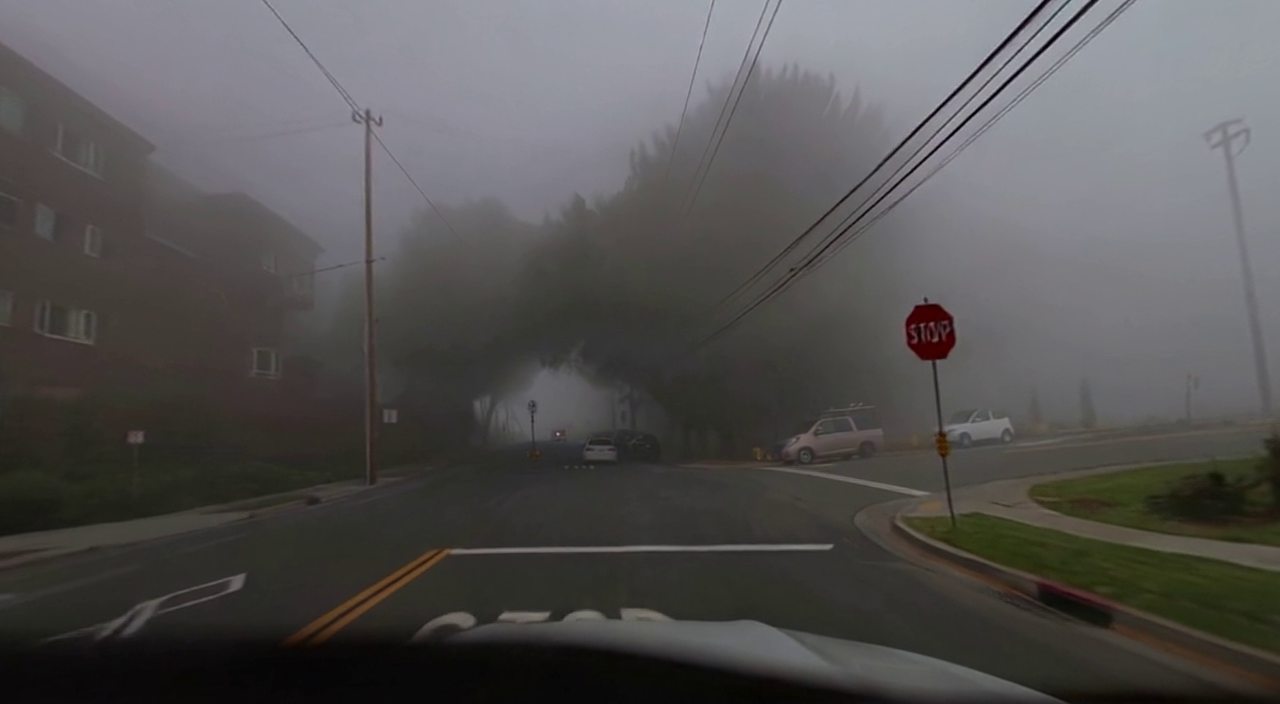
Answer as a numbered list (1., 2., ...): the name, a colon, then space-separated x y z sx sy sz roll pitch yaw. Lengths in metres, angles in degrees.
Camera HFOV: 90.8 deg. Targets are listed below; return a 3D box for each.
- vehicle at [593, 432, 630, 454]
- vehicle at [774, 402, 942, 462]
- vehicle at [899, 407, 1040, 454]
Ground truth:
1. vehicle: -2.055 6.348 43.976 1.918 1.475 4.060 1 -9 -12
2. vehicle: 7.158 2.726 21.217 4.790 1.872 2.155 0 -10 1
3. vehicle: 13.453 3.241 25.900 4.830 1.490 1.878 -2 -10 -11
